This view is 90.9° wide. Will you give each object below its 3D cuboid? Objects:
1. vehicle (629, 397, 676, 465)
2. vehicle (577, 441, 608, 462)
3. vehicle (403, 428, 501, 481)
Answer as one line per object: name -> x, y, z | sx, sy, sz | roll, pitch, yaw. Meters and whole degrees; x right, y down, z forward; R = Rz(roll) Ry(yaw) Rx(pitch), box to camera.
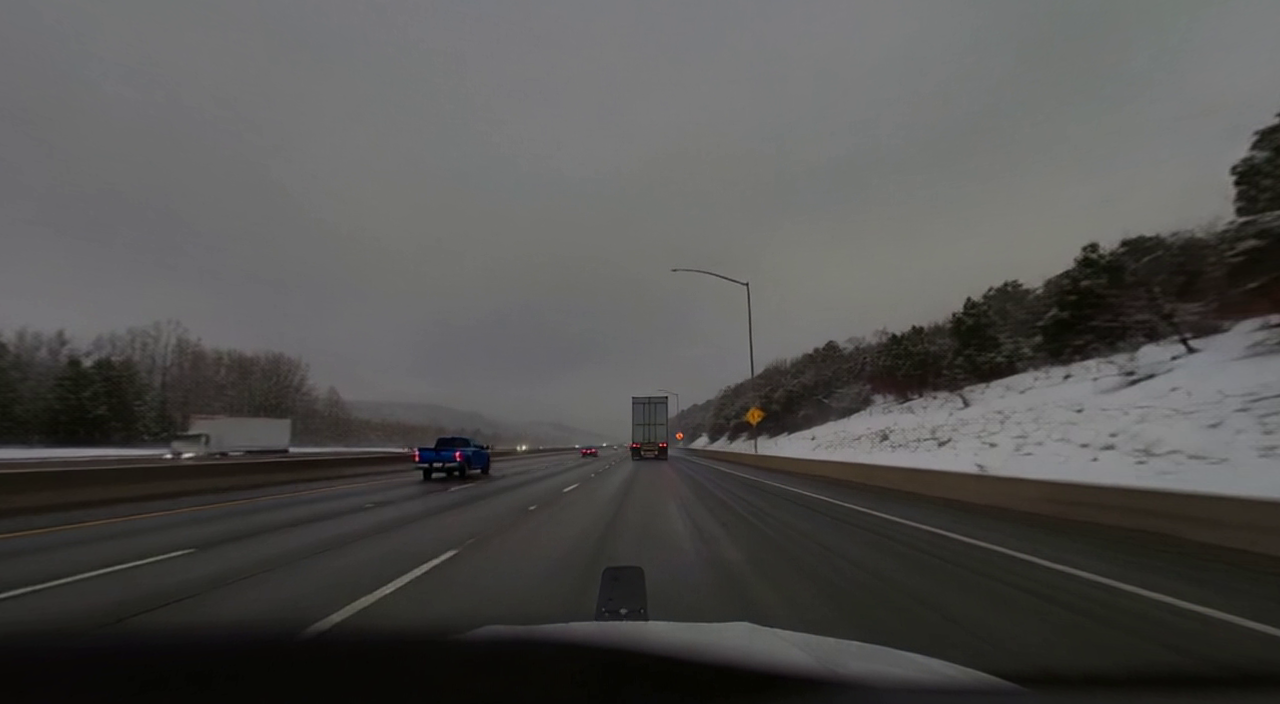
vehicle -> 0.947, 6.060, 47.282 | 2.951, 4.229, 15.519 | 0, -8, 1
vehicle -> -3.633, 7.666, 48.761 | 1.983, 1.508, 4.060 | 0, -8, 2
vehicle -> -7.182, 3.987, 24.805 | 2.113, 1.837, 5.339 | 0, -8, 1
